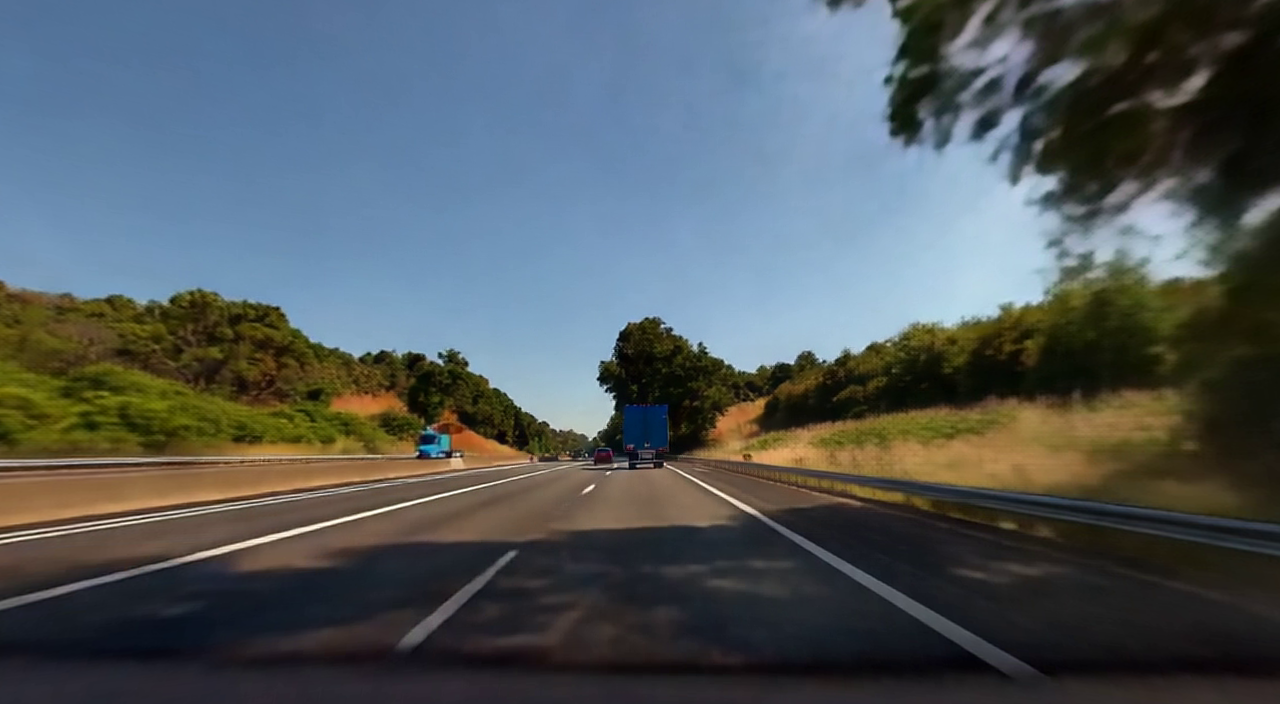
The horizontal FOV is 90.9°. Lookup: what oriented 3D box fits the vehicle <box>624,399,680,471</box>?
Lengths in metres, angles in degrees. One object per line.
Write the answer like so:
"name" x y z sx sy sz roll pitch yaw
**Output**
"vehicle" 0.535 5.503 40.916 3.055 4.009 10.972 0 -9 -2
